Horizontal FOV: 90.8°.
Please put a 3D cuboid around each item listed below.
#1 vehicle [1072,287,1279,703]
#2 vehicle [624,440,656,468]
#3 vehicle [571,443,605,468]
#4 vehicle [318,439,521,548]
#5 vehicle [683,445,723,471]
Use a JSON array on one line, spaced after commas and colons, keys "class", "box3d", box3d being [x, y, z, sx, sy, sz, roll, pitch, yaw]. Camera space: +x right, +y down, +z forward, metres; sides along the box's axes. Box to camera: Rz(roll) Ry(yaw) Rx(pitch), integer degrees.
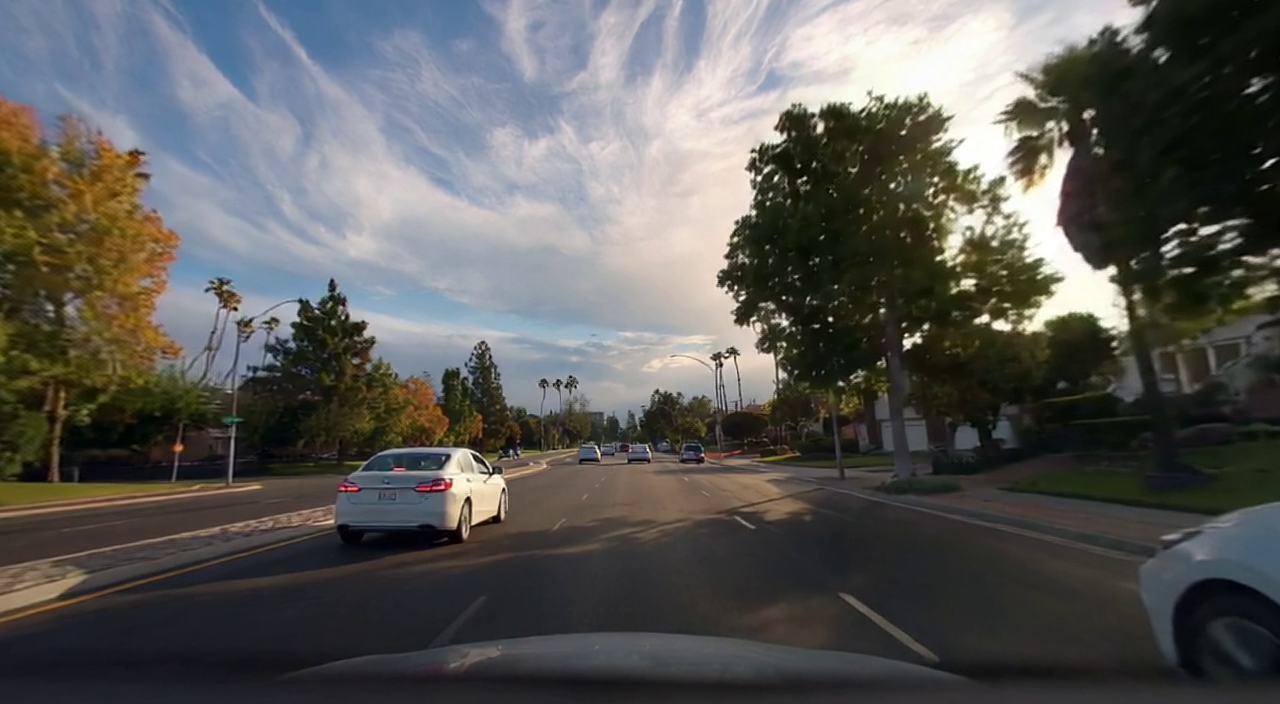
[{"class": "vehicle", "box3d": [3.618, 0.590, 1.621, 2.125, 1.937, 3.924, 0, -8, -1]}, {"class": "vehicle", "box3d": [-0.057, 6.780, 42.252, 2.043, 1.734, 4.253, 0, -8, -2]}, {"class": "vehicle", "box3d": [-3.456, 6.893, 42.366, 2.000, 1.569, 3.794, 0, -8, -1]}, {"class": "vehicle", "box3d": [-3.398, 2.239, 10.803, 1.844, 1.451, 4.543, 0, -8, 0]}, {"class": "vehicle", "box3d": [3.732, 6.327, 38.058, 1.830, 1.451, 4.009, 0, -8, -2]}]
